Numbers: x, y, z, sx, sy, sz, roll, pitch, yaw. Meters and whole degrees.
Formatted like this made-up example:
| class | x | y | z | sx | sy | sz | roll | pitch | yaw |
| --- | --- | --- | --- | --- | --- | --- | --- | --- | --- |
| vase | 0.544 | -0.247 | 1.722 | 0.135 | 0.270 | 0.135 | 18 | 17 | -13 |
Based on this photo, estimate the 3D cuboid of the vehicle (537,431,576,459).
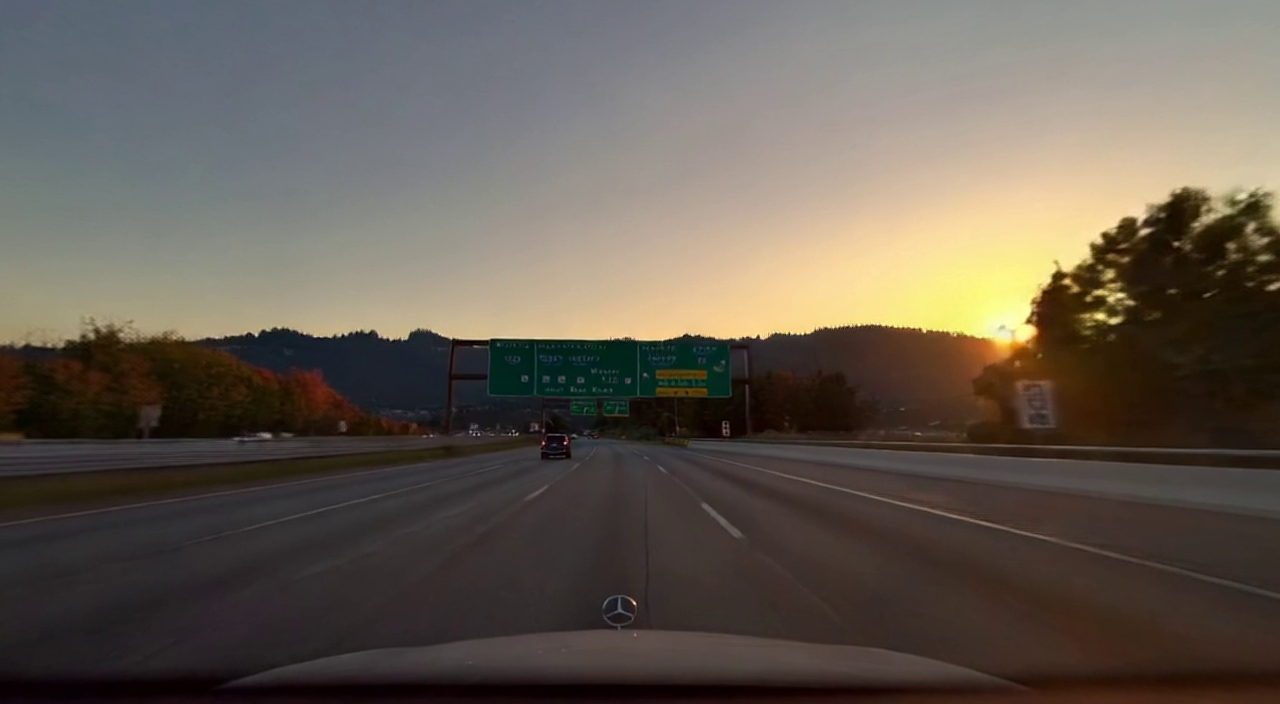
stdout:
| class | x | y | z | sx | sy | sz | roll | pitch | yaw |
| --- | --- | --- | --- | --- | --- | --- | --- | --- | --- |
| vehicle | -4.843 | 5.478 | 37.032 | 1.878 | 1.548 | 3.966 | 0 | -8 | -1 |
